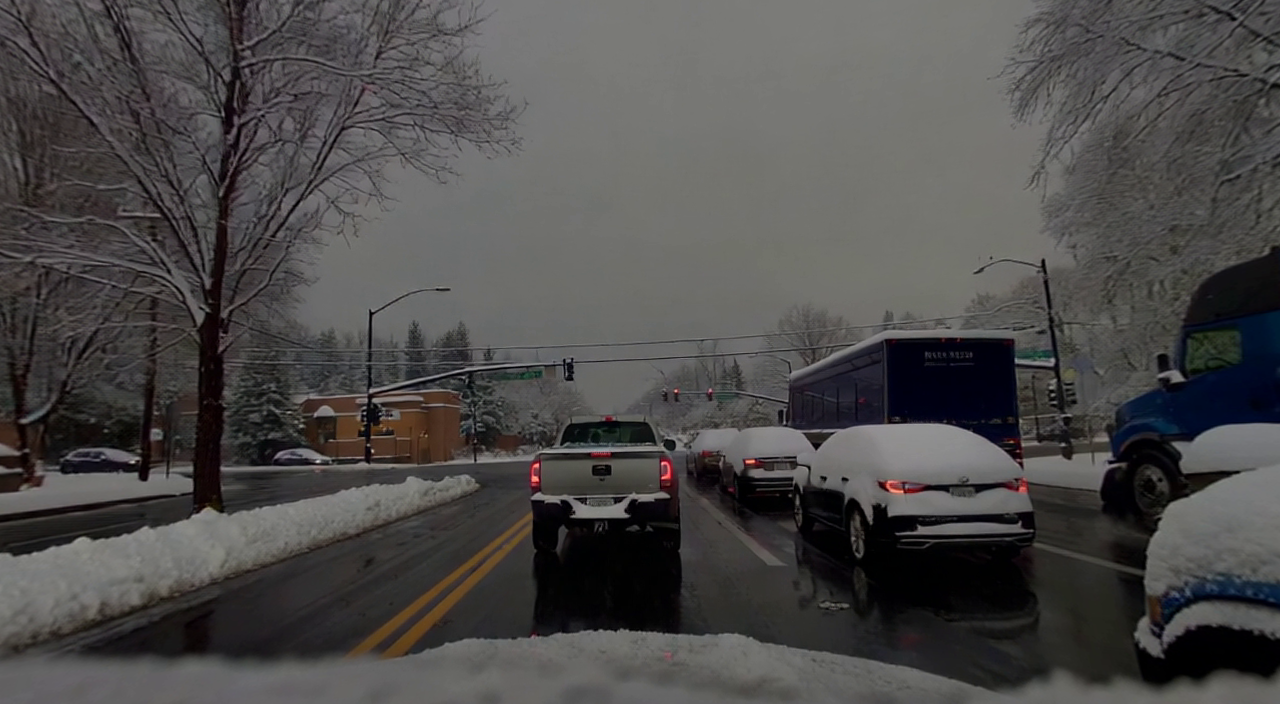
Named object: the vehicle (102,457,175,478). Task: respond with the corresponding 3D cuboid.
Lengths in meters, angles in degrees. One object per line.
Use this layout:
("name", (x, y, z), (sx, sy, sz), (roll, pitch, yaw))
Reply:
("vehicle", (-38.166, 8.781, 48.123), (4.150, 1.474, 1.826), (-1, -9, 6))

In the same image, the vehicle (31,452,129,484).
("vehicle", (-28.548, 5.893, 32.383), (1.730, 1.534, 3.922), (1, -9, -8))

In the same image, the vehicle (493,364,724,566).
("vehicle", (-0.362, 1.606, 9.514), (2.499, 2.183, 5.111), (0, -9, -1))

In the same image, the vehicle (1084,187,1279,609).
("vehicle", (6.519, 0.103, 3.311), (2.802, 3.322, 7.429), (0, -9, -1))

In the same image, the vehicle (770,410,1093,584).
("vehicle", (3.221, 1.725, 8.418), (1.905, 1.587, 4.998), (0, -9, 0))
